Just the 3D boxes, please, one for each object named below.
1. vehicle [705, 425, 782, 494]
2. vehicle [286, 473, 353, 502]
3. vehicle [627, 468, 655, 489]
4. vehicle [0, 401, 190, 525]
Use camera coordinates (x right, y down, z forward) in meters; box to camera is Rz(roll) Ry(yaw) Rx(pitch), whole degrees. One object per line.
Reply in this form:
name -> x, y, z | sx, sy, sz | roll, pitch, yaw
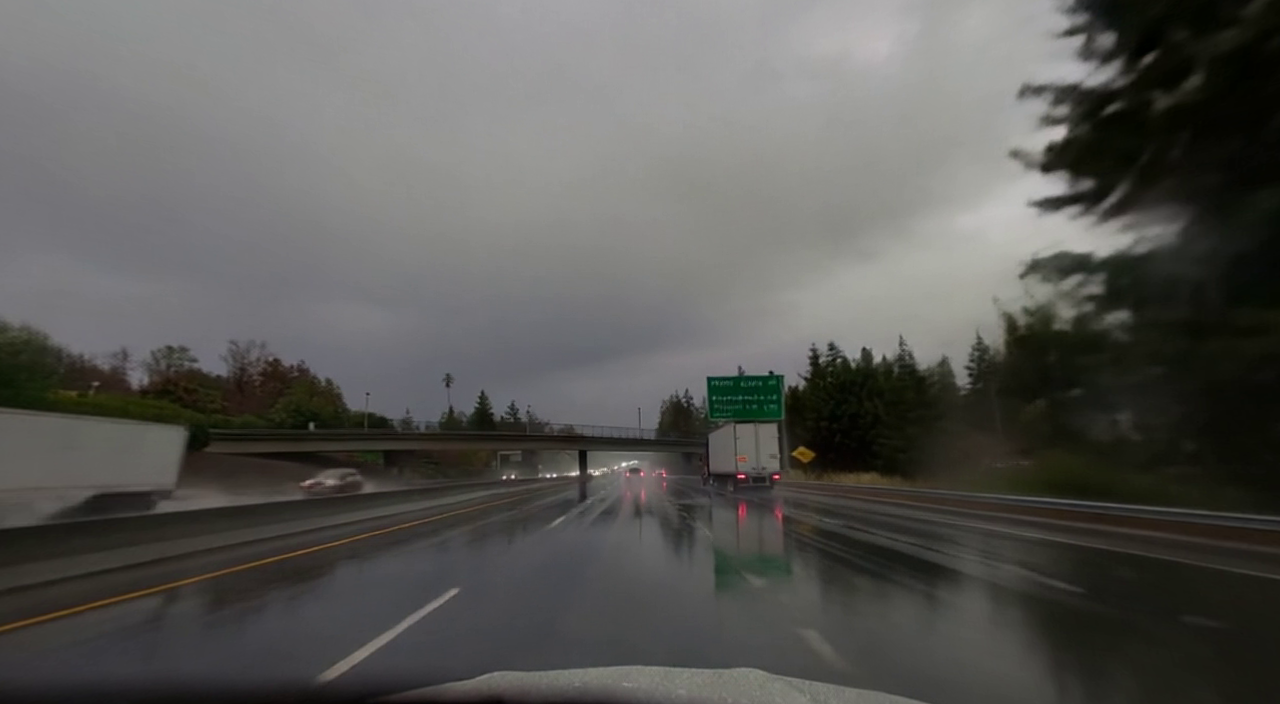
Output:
vehicle -> 6.929, 7.716, 44.852 | 2.926, 4.073, 13.836 | 1, -10, -1
vehicle -> -18.140, 7.695, 35.892 | 1.725, 1.482, 3.913 | 1, -10, 0
vehicle -> 0.046, 9.262, 46.291 | 2.029, 1.459, 3.684 | 1, -10, -1
vehicle -> -22.529, 3.914, 22.157 | 2.860, 4.023, 14.291 | 1, -11, 0
